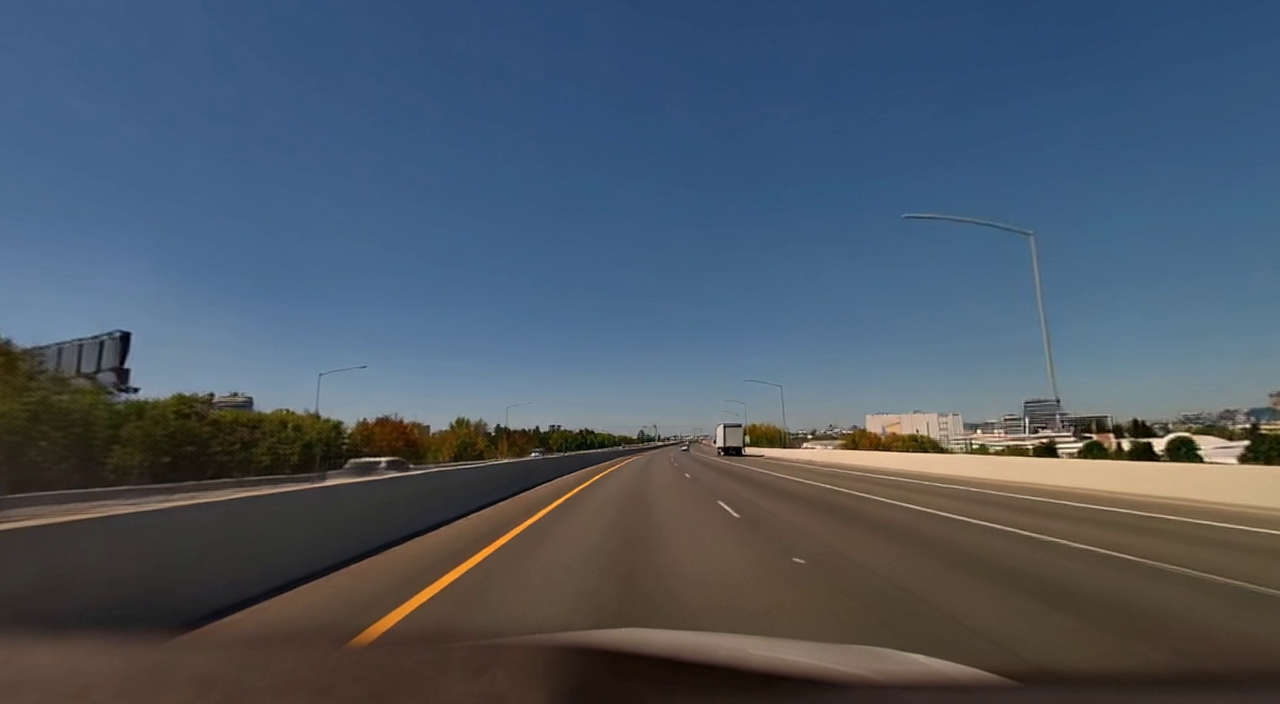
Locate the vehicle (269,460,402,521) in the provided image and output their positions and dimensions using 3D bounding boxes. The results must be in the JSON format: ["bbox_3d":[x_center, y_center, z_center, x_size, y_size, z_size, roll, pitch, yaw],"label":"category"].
[{"bbox_3d":[-8.960,4.060,18.920,1.847,1.504,4.231,0,-9,0],"label":"vehicle"}]
